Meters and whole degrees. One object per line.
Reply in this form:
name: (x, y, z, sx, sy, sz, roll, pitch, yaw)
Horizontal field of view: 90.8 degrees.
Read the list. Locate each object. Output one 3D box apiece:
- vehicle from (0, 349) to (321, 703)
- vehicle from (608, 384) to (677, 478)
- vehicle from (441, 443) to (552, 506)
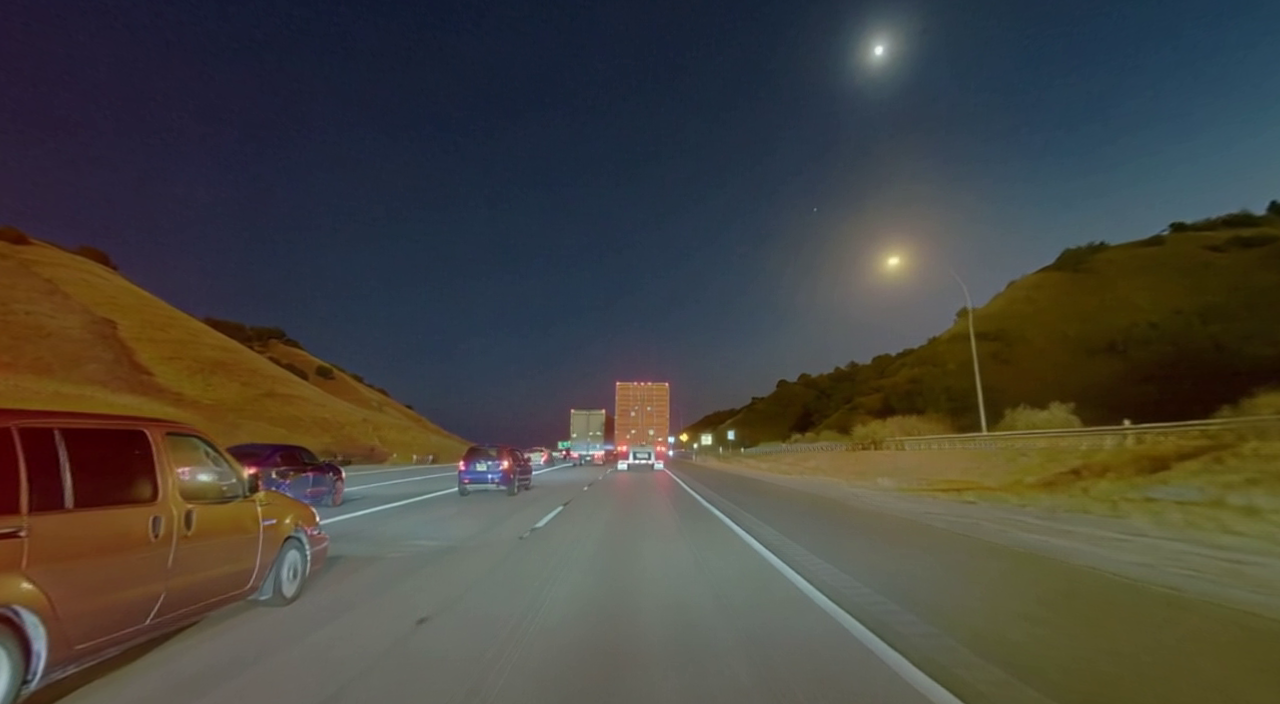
vehicle: (-3.973, 0.937, 3.188, 2.136, 1.779, 4.875, 0, -8, 0)
vehicle: (0.200, 4.179, 32.496, 2.913, 3.988, 10.874, 0, -8, 1)
vehicle: (-3.650, 3.184, 16.953, 1.950, 1.446, 4.224, 0, -8, 1)
